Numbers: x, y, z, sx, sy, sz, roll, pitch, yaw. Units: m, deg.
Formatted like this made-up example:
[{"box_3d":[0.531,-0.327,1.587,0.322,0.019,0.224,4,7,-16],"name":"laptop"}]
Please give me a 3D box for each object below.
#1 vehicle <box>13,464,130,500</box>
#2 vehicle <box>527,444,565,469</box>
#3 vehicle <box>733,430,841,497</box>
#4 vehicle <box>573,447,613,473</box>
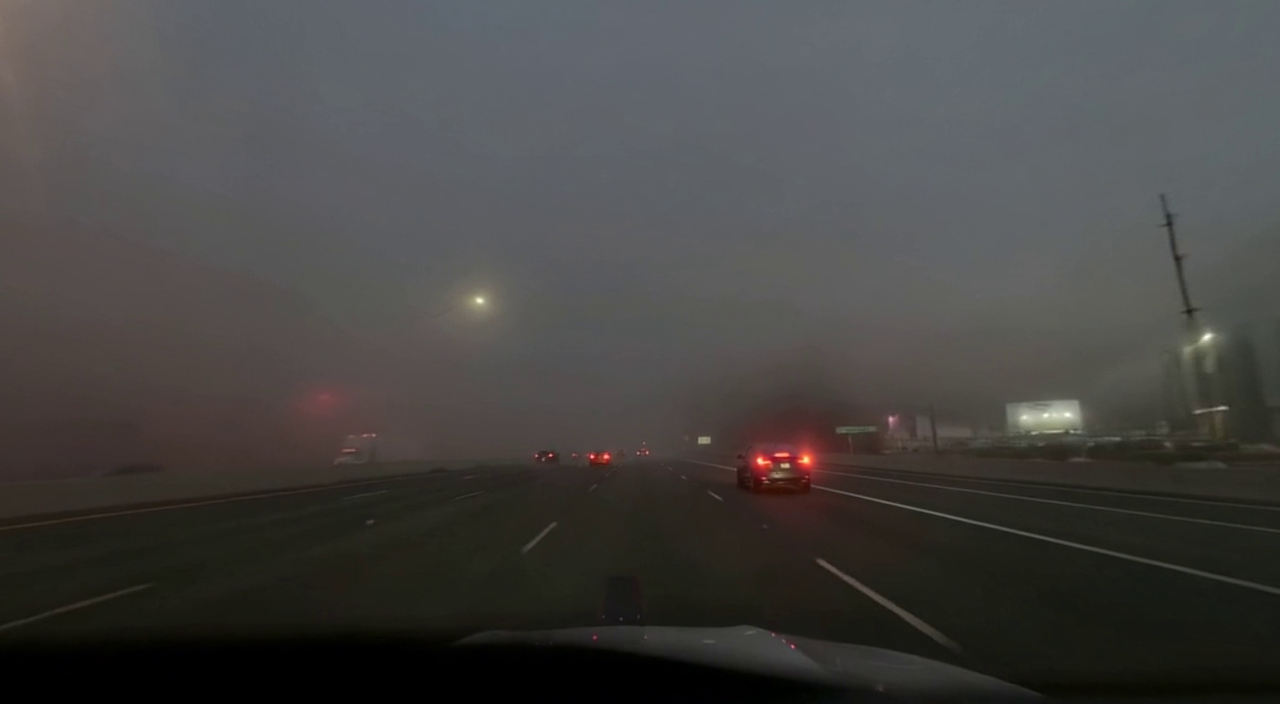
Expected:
[{"box_3d":[-27.666,6.303,30.839,1.909,1.541,4.044,0,-9,0],"name":"vehicle"},{"box_3d":[-7.303,8.130,49.177,2.112,1.813,4.716,-1,-9,2],"name":"vehicle"},{"box_3d":[4.321,3.369,19.357,2.109,1.764,4.704,0,-9,-1],"name":"vehicle"},{"box_3d":[-2.830,6.640,38.953,2.139,1.510,4.506,0,-9,0],"name":"vehicle"}]
